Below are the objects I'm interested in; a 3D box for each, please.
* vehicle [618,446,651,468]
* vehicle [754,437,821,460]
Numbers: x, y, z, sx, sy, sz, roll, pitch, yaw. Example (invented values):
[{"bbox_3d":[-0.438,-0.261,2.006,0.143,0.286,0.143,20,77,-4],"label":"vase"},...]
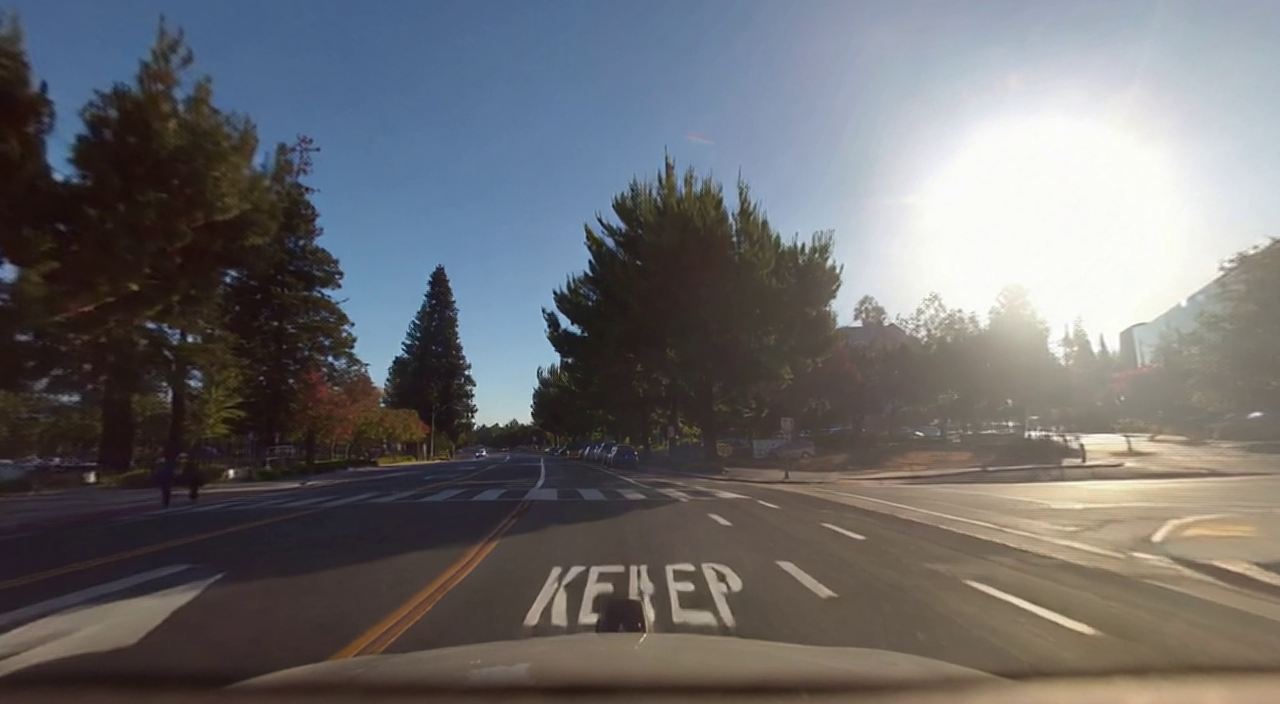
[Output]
[{"bbox_3d":[-0.456,7.947,48.083,1.866,1.492,4.093,1,-8,-10],"label":"vehicle"},{"bbox_3d":[10.347,6.793,44.448,4.201,1.546,1.749,1,-8,-7],"label":"vehicle"}]
